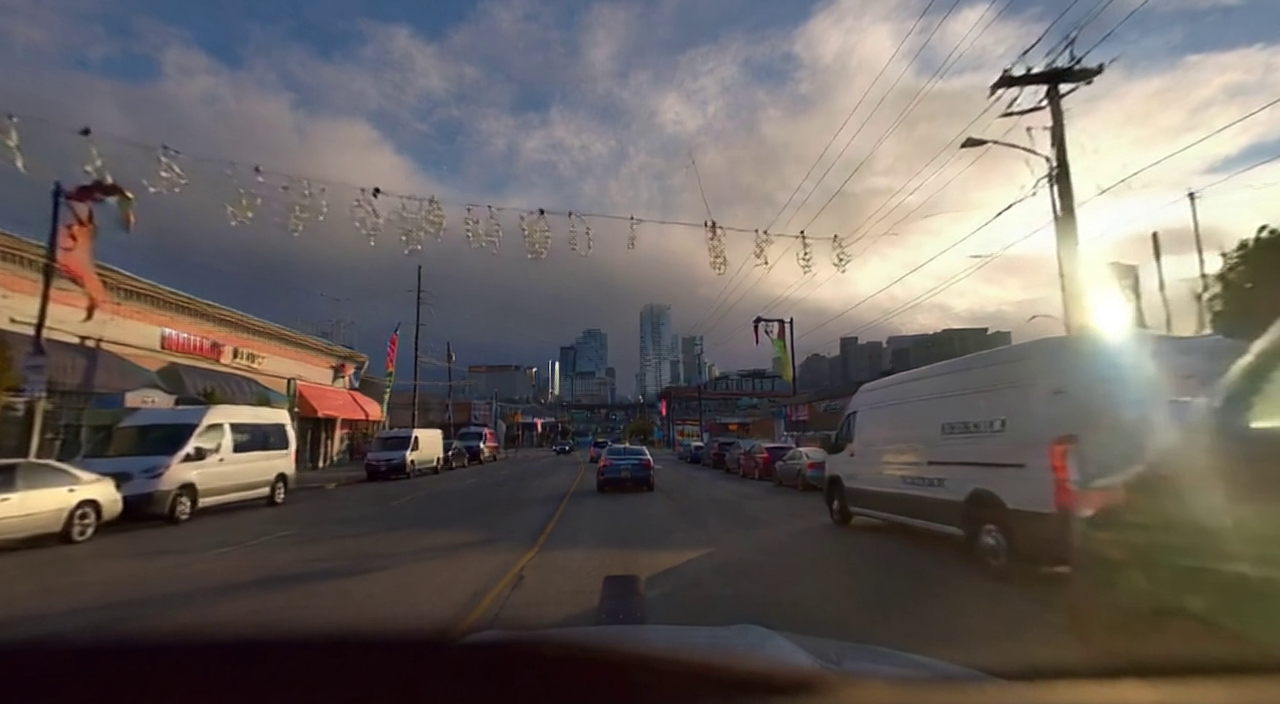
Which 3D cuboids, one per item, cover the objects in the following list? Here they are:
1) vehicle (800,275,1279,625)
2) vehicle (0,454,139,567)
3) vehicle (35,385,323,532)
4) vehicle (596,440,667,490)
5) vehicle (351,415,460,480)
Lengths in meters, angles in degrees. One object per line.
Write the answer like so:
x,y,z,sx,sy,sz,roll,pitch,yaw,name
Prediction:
4.444,1.223,8.427,2.492,2.720,6.884,0,-8,-3,vehicle
-9.740,2.182,8.613,2.063,1.481,4.722,0,-8,-2,vehicle
-10.040,2.393,14.736,2.398,2.723,5.816,0,-8,-2,vehicle
-0.323,3.694,21.113,2.112,1.464,4.411,0,-8,-2,vehicle
-10.386,4.339,28.805,2.964,2.597,6.437,1,-8,-5,vehicle
